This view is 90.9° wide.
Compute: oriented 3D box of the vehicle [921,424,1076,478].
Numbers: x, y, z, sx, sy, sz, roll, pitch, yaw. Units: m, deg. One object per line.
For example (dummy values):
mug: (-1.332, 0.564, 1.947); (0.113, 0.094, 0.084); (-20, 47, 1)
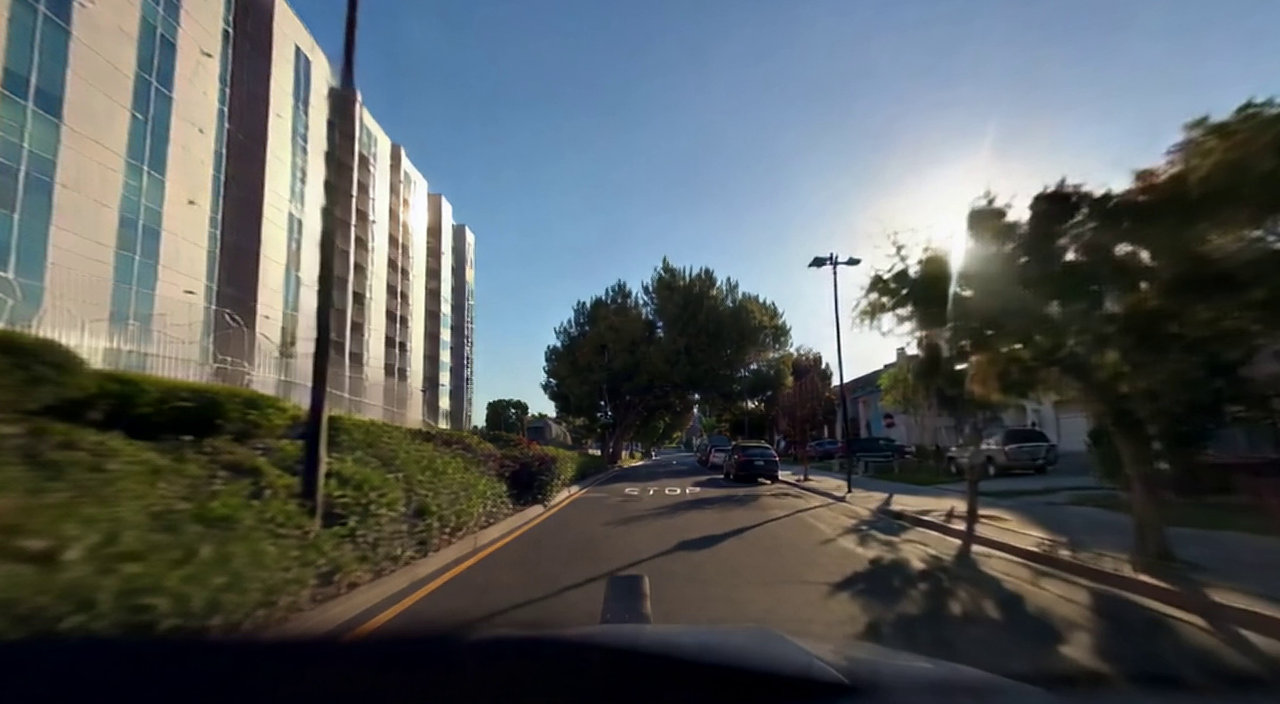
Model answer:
vehicle: (10.704, 3.026, 19.363); (1.997, 1.430, 4.986); (-1, -9, 2)

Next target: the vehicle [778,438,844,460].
vehicle: (12.411, 7.034, 45.894); (4.163, 1.471, 1.914); (-1, -9, -1)

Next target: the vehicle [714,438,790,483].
vehicle: (4.014, 3.989, 23.403); (2.024, 1.475, 4.565); (0, -9, 1)
